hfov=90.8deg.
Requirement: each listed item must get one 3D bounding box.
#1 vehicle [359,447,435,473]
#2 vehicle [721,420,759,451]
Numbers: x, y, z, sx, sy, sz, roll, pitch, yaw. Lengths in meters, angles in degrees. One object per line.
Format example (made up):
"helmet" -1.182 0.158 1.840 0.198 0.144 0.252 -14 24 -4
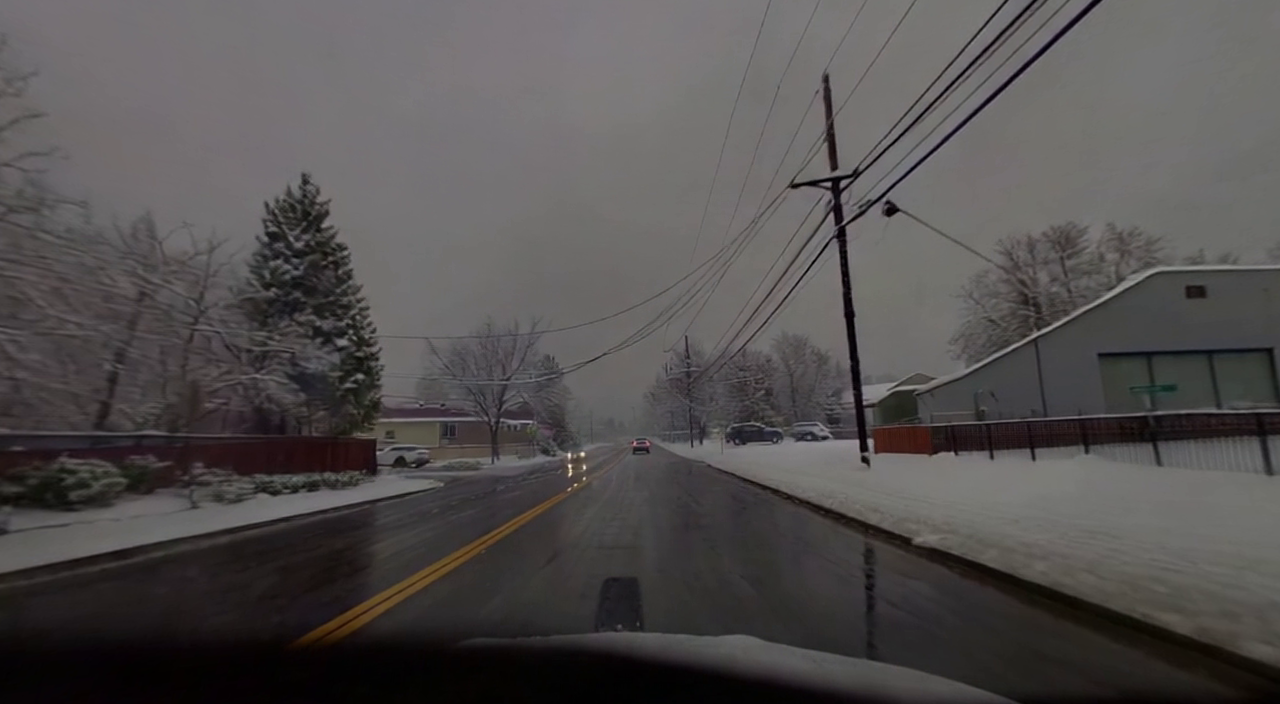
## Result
"vehicle" -17.189 7.613 44.827 4.556 1.767 2.023 1 -9 -4
"vehicle" 7.818 6.605 49.813 2.169 2.325 4.759 0 -9 0
